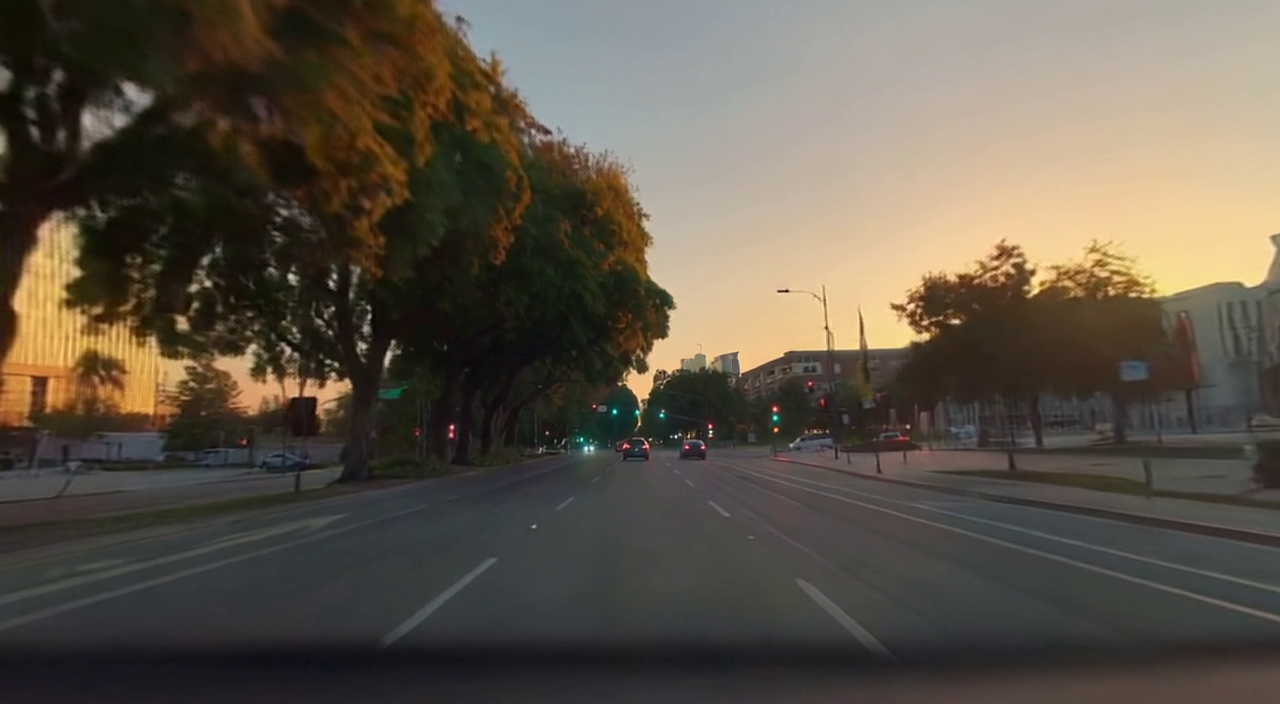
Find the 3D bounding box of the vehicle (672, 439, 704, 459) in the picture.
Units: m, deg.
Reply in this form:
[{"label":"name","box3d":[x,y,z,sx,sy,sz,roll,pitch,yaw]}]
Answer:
[{"label":"vehicle","box3d":[3.636,7.472,48.606,2.080,1.472,4.401,0,-8,0]}]

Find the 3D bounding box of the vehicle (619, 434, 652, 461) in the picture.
[{"label":"vehicle","box3d":[-0.296,6.898,45.731,2.313,1.860,4.319,0,-8,0]}]
